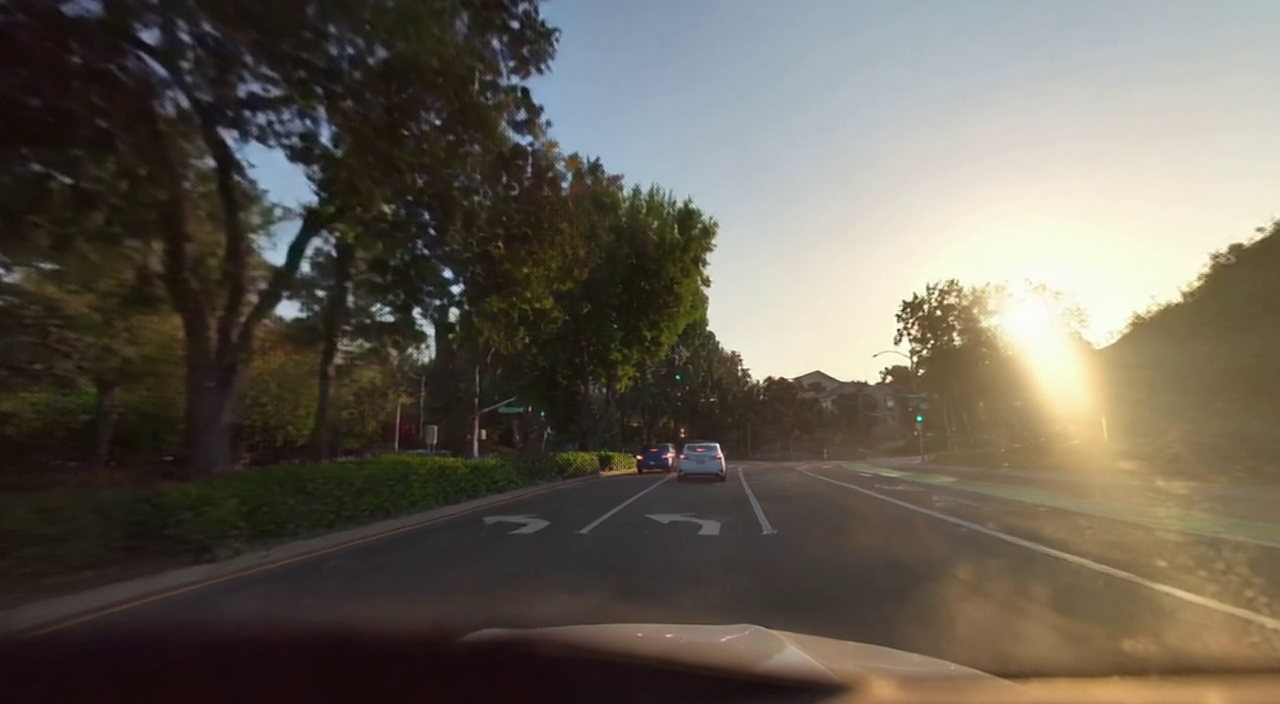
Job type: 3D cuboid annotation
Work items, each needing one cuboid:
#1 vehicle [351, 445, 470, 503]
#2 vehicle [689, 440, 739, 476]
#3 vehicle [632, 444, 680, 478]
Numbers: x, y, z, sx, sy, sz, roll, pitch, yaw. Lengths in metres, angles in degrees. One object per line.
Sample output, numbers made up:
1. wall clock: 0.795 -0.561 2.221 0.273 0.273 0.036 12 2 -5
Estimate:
1. vehicle: -7.318 3.898 20.718 2.029 1.667 4.504 -1 -9 3
2. vehicle: 3.769 5.352 32.117 2.286 1.701 4.395 -1 -9 7
3. vehicle: 0.847 5.222 30.588 1.923 1.498 3.887 -2 -9 7
